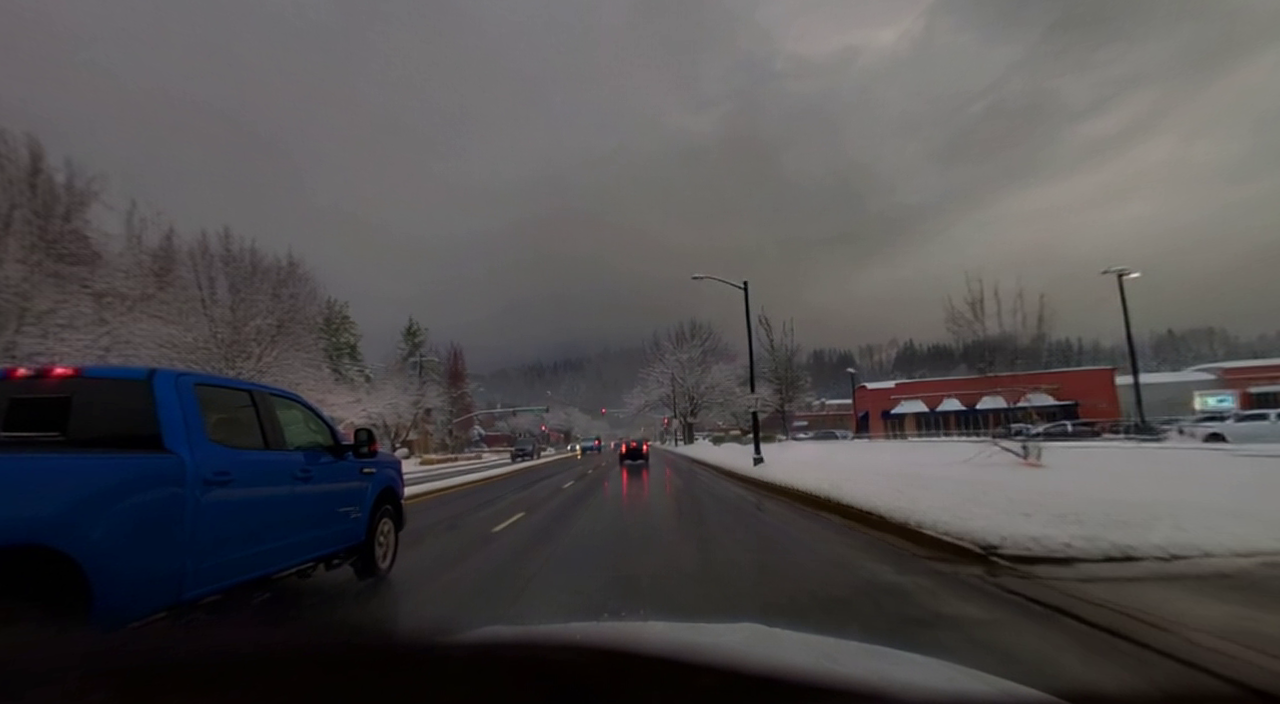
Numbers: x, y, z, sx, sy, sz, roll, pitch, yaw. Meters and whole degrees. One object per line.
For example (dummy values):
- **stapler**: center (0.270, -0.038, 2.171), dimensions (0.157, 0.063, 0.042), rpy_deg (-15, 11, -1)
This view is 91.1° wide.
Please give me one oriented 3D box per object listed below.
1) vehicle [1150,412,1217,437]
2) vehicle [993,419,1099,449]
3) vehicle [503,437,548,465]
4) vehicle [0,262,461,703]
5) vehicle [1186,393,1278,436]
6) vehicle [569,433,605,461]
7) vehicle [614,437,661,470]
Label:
- **vehicle**: center (39.676, 5.341, 45.813), dimensions (4.665, 1.645, 2.163), rpy_deg (5, -10, -30)
- **vehicle**: center (22.751, 4.666, 35.426), dimensions (4.767, 1.443, 1.978), rpy_deg (-7, -11, 28)
- **vehicle**: center (-8.043, 7.015, 44.619), dimensions (2.146, 1.788, 5.153), rpy_deg (0, -8, 1)
- **vehicle**: center (-3.621, 0.981, 4.233), dimensions (2.552, 2.079, 6.810), rpy_deg (0, -8, 2)
- **vehicle**: center (34.785, 3.702, 36.854), dimensions (5.297, 2.323, 2.378), rpy_deg (3, -9, -31)
- **vehicle**: center (-3.923, 7.207, 47.497), dimensions (2.243, 1.976, 4.514), rpy_deg (0, -8, 1)
- **vehicle**: center (-0.122, 5.036, 31.344), dimensions (2.191, 1.530, 4.470), rpy_deg (0, -8, 0)
